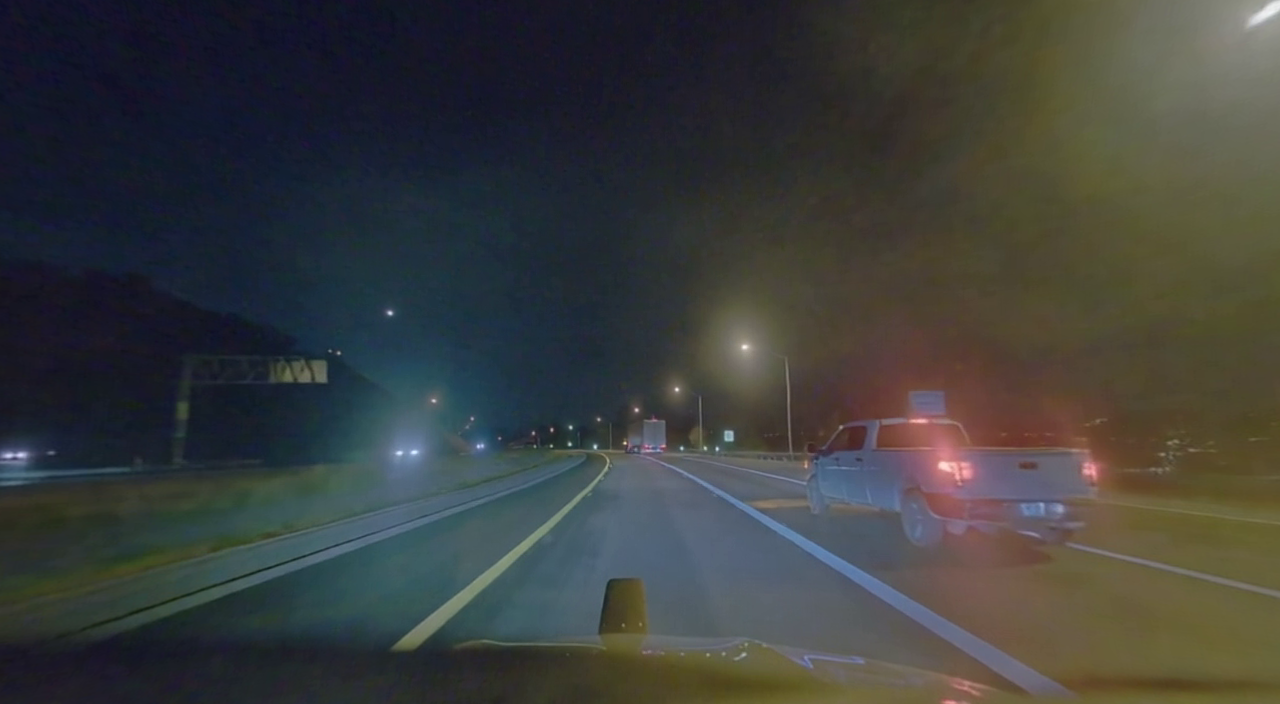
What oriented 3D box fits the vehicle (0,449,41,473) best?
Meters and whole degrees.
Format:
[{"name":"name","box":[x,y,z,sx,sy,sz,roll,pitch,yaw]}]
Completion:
[{"name":"vehicle","box":[-47.737,8.206,47.688,1.970,1.511,3.878,5,-8,-20]}]

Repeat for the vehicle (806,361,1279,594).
[{"name":"vehicle","box":[4.163,1.454,8.215,2.383,1.959,5.669,0,-8,-1]}]
